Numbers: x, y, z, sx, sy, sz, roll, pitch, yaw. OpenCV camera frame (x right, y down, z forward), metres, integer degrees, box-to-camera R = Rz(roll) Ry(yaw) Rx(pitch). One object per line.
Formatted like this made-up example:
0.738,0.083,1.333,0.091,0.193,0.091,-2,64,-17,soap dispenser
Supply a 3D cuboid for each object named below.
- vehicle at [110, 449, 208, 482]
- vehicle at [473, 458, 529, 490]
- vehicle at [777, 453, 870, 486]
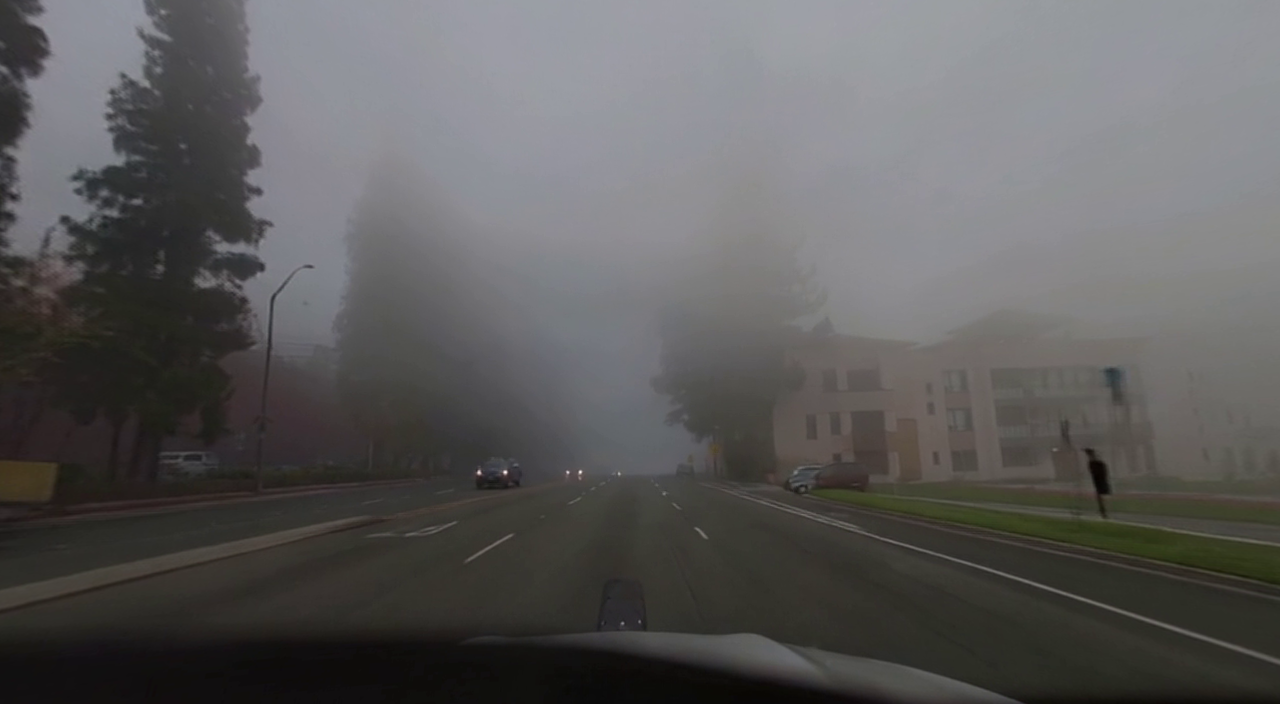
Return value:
-27.796,6.581,36.374,3.770,1.737,2.102,0,-15,-2,vehicle
-7.898,6.949,36.156,2.220,1.681,4.633,0,-10,-1,vehicle
10.832,6.955,37.329,4.903,1.831,2.098,0,-8,2,vehicle
